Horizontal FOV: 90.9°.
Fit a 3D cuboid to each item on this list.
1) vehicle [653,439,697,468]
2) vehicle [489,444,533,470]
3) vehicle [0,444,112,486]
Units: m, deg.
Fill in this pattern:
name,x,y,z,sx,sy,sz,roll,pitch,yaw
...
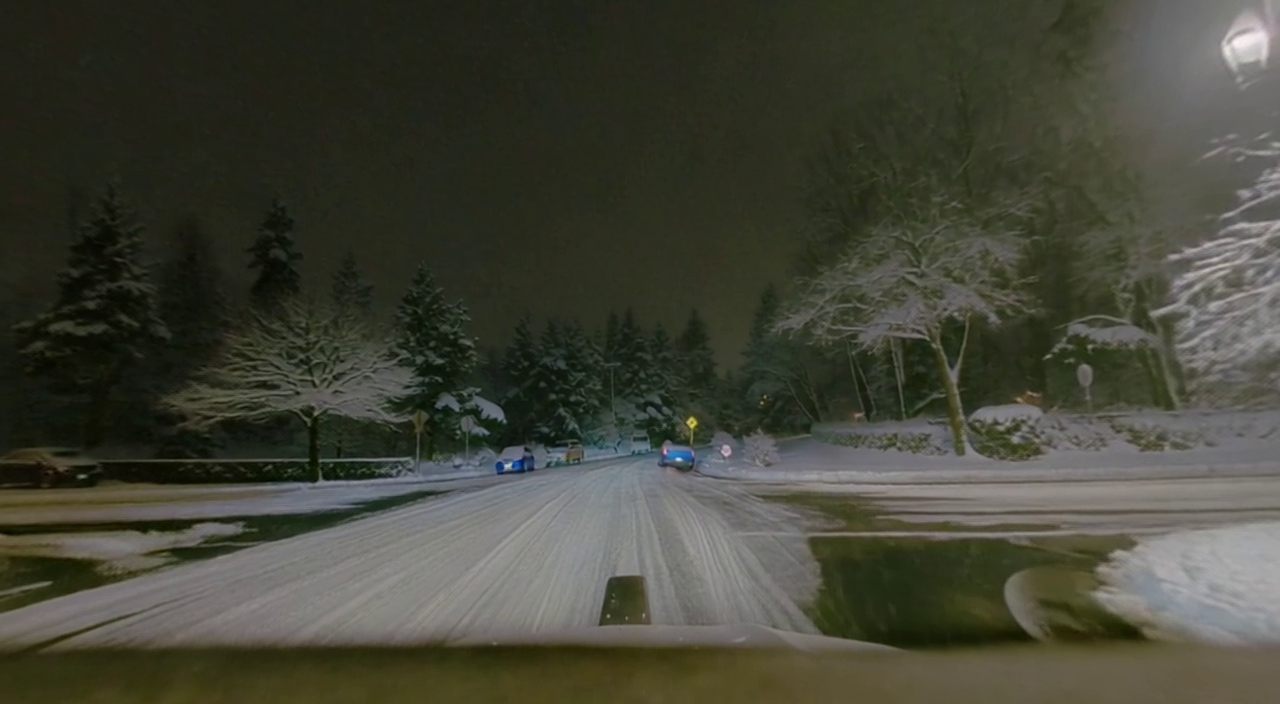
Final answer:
name,x,y,z,sx,sy,sz,roll,pitch,yaw
vehicle,1.871,5.538,34.654,2.051,1.461,4.100,0,-8,-2
vehicle,-8.113,6.646,40.008,2.102,1.507,4.049,0,-8,-2
vehicle,-27.592,5.185,29.129,4.986,1.796,2.066,-2,-8,12
